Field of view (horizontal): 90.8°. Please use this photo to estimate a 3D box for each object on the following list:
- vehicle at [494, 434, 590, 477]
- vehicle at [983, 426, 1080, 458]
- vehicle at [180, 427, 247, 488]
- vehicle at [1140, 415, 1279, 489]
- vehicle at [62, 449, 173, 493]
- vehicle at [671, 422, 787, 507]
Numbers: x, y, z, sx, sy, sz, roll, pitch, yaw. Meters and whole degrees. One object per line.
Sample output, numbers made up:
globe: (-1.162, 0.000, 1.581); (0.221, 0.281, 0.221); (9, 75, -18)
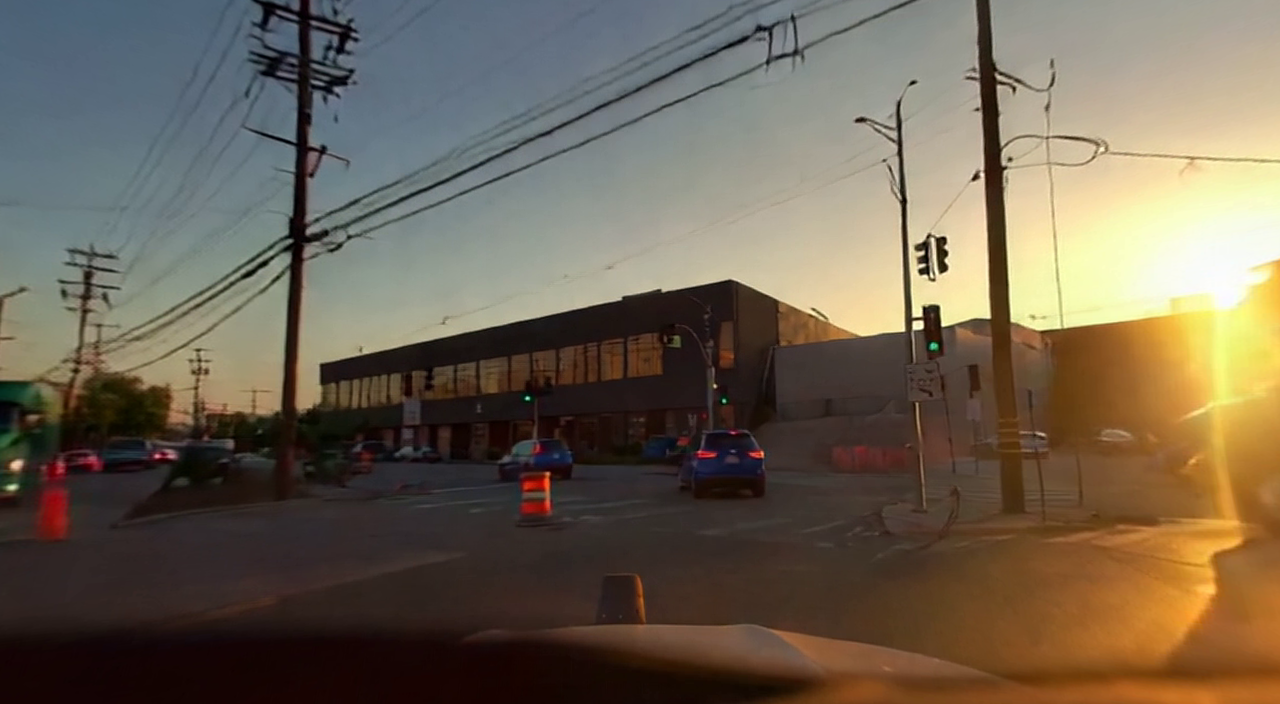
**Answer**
vehicle: (-4.996, 5.125, 31.592); (2.206, 1.911, 5.548); (6, -10, -39)
vehicle: (22.070, 5.107, 35.707); (4.382, 1.688, 1.937); (-6, -10, 36)
vehicle: (-20.153, 4.963, 30.017); (1.959, 2.654, 4.078); (4, -9, -26)
vehicle: (16.533, 2.615, 16.633); (4.740, 1.802, 2.249); (-4, -9, 25)
vehicle: (-23.191, 5.252, 28.333); (2.509, 1.731, 4.549); (3, -9, -23)
vehicle: (2.097, 2.867, 16.653); (2.256, 1.859, 5.118); (0, -8, -1)
